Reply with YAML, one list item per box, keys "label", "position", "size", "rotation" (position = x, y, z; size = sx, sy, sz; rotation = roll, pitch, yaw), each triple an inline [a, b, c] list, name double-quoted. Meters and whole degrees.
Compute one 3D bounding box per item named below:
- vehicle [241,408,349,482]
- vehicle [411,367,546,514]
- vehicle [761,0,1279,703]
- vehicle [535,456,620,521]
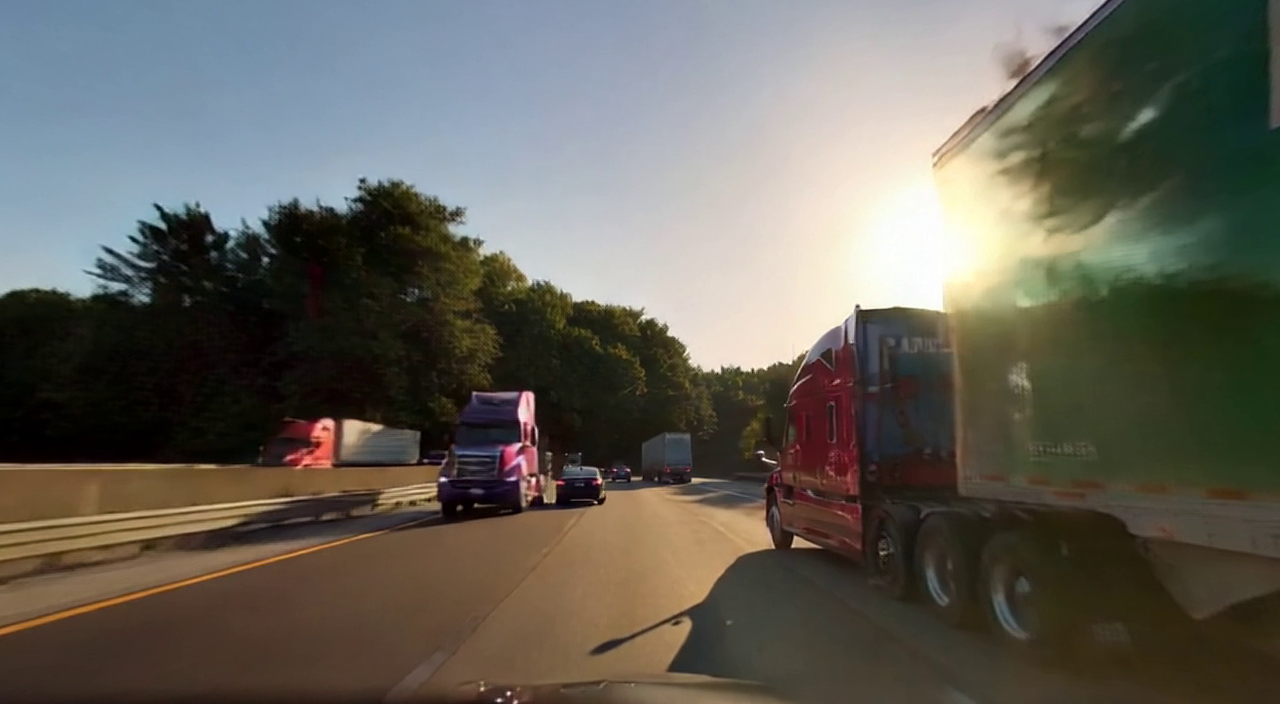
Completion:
- label: "vehicle"
  position: [-20.091, 5.600, 37.201]
  size: [2.892, 3.957, 6.081]
  rotation: [1, -11, -2]
- label: "vehicle"
  position: [-5.068, 3.017, 21.022]
  size: [3.099, 4.220, 5.196]
  rotation: [1, -10, -1]
- label: "vehicle"
  position: [3.888, 0.322, 4.805]
  size: [2.856, 4.040, 14.009]
  rotation: [1, -11, -1]
- label: "vehicle"
  position: [-1.660, 3.922, 18.442]
  size: [2.010, 1.580, 4.949]
  rotation: [1, -11, 0]
